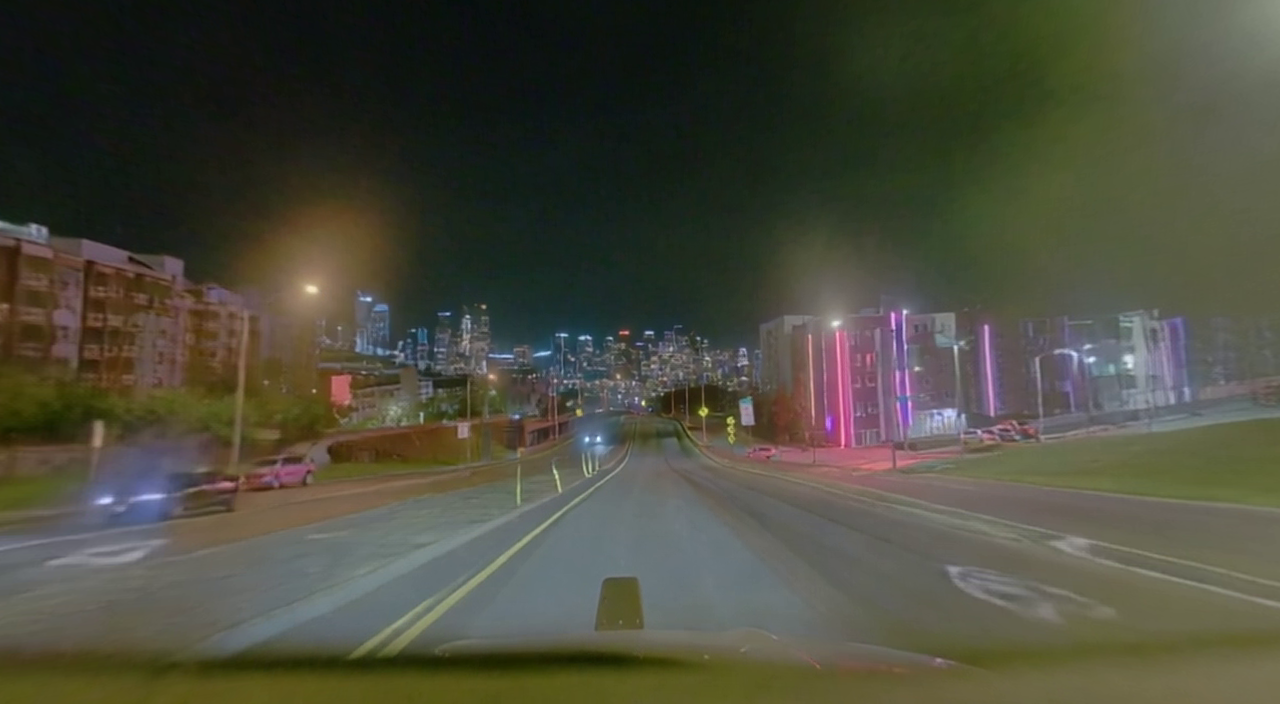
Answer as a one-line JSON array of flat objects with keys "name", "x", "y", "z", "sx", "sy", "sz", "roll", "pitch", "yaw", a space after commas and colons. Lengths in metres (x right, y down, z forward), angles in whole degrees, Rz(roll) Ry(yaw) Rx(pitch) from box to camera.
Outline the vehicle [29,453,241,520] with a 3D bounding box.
[{"name": "vehicle", "x": -13.098, "y": 3.465, "z": 16.873, "sx": 1.989, "sy": 1.461, "sz": 4.426, "roll": 0, "pitch": -8, "yaw": 0}]

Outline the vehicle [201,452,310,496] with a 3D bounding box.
[{"name": "vehicle", "x": -17.298, "y": 5.468, "z": 28.709, "sx": 1.992, "sy": 1.527, "sz": 4.540, "roll": -1, "pitch": -6, "yaw": 2}]
